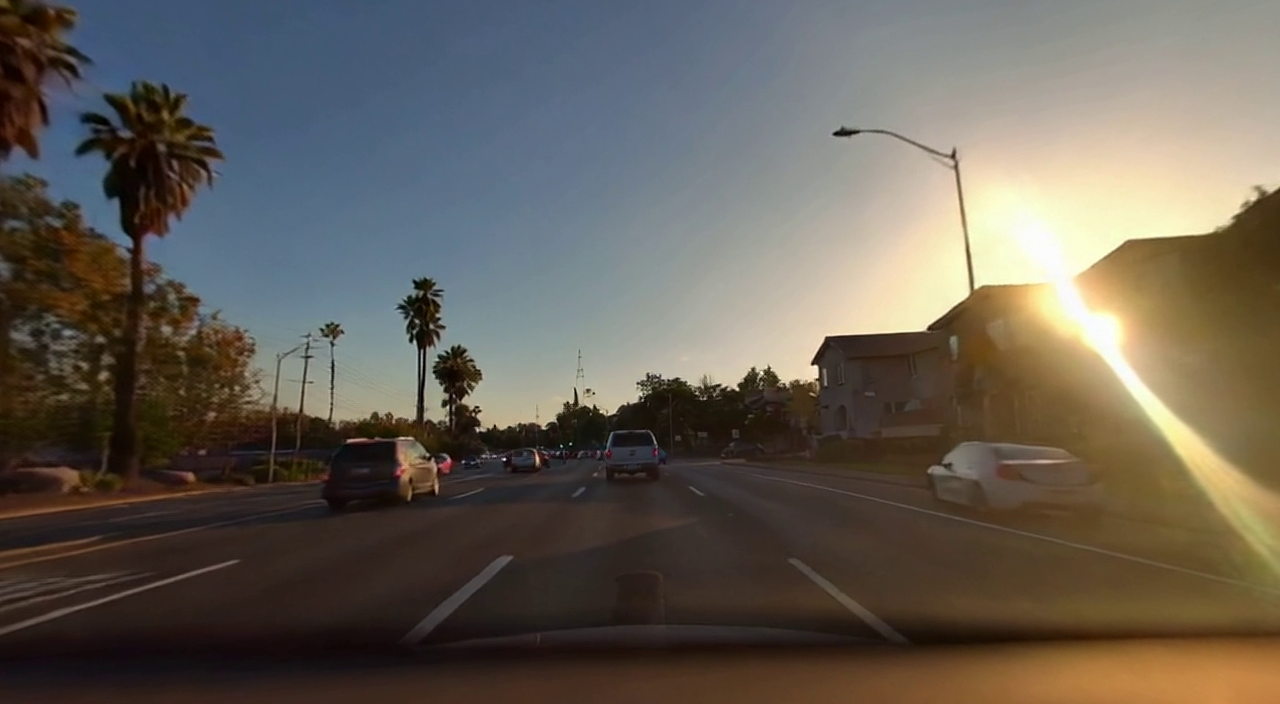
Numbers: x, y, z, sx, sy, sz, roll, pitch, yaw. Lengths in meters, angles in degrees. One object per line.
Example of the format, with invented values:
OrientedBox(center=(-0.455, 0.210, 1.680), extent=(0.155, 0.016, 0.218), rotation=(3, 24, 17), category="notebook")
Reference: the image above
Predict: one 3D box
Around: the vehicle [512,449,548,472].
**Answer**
OrientedBox(center=(-7.952, 7.841, 45.642), extent=(2.016, 1.576, 4.215), rotation=(1, -9, -3), category="vehicle")

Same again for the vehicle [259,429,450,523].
OrientedBox(center=(-5.937, 2.634, 13.871), extent=(2.235, 1.682, 4.662), rotation=(1, -9, -3), category="vehicle")

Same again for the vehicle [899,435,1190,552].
OrientedBox(center=(6.029, 2.127, 10.274), extent=(2.178, 1.411, 4.732), rotation=(-1, -9, 9), category="vehicle")

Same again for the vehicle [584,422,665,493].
OrientedBox(center=(-0.701, 3.718, 22.460), extent=(2.507, 2.161, 6.049), rotation=(1, -9, -4), category="vehicle")
